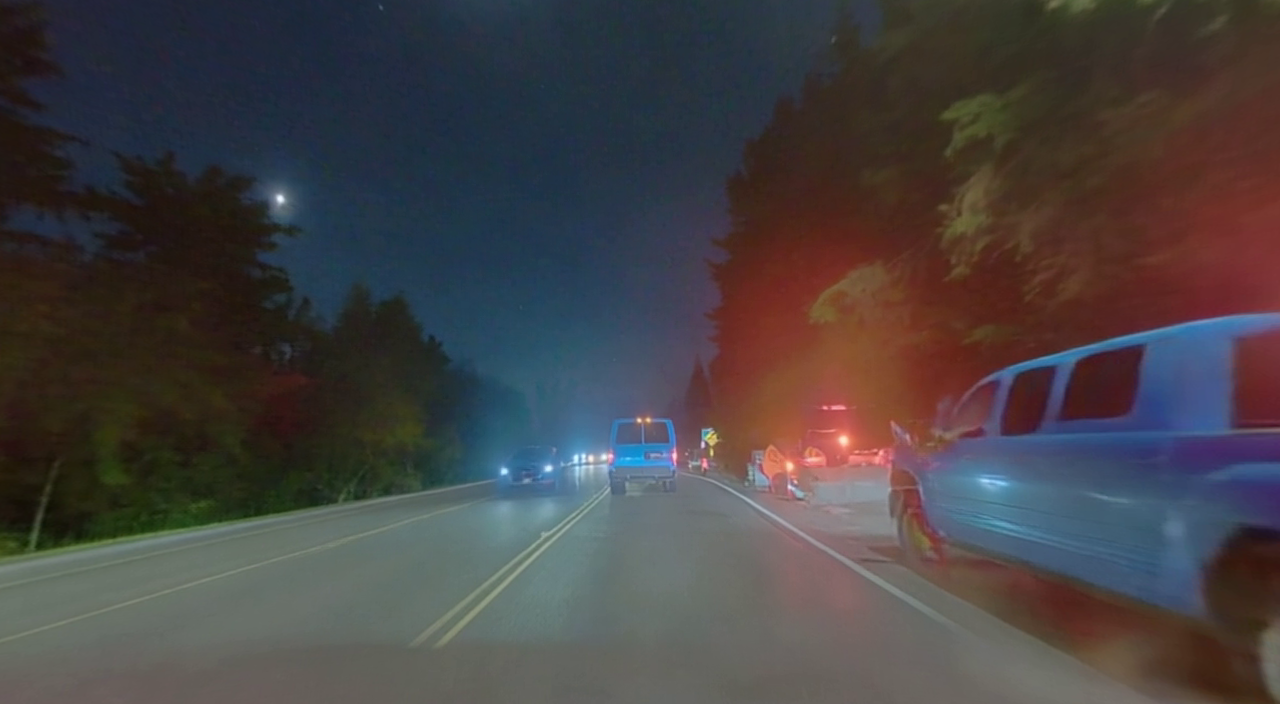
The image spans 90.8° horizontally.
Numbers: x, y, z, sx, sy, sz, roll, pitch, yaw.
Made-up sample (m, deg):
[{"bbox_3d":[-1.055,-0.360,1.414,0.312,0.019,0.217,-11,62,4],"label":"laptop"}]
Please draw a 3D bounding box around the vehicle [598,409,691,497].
[{"bbox_3d":[0.221,2.945,18.681,2.362,2.247,4.892,0,-8,3],"label":"vehicle"}]

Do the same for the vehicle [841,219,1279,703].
[{"bbox_3d":[3.824,0.837,4.203,2.833,2.033,7.668,0,-8,3],"label":"vehicle"}]

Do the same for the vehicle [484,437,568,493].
[{"bbox_3d":[-4.078,4.157,23.613,2.230,1.842,5.014,0,-8,0],"label":"vehicle"}]
